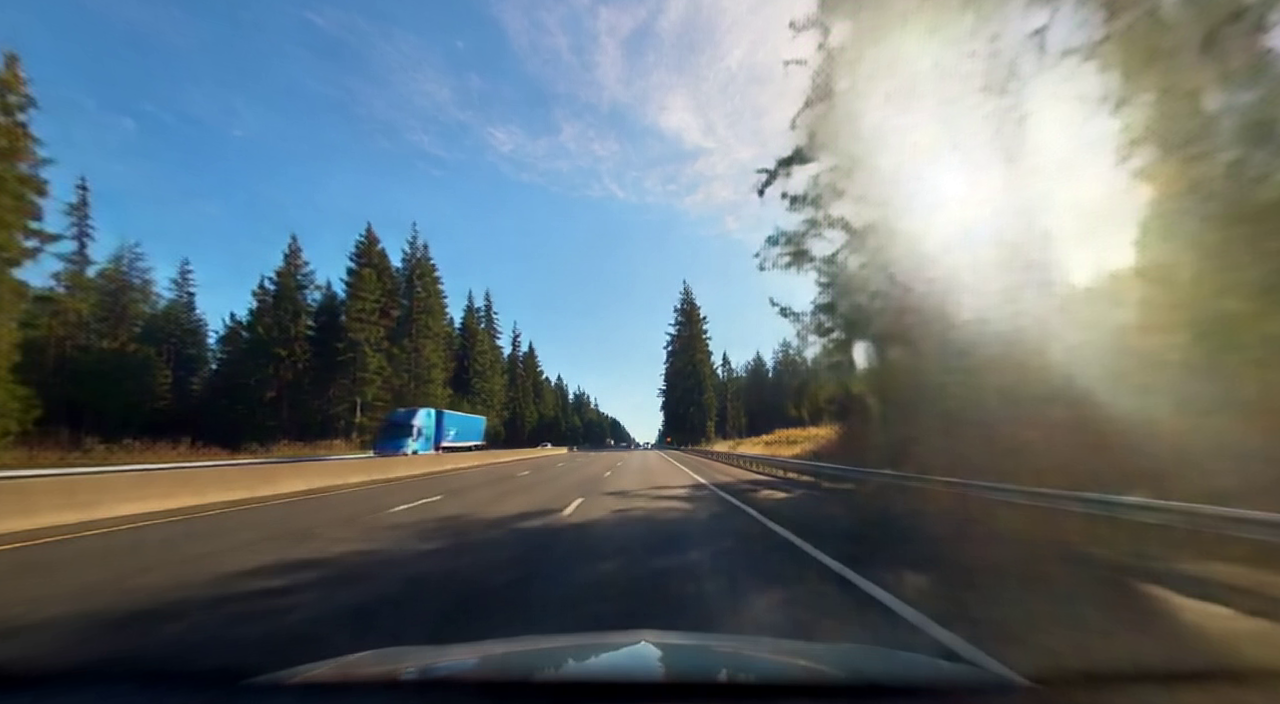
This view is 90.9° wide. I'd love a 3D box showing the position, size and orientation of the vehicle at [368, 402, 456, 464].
[{"bbox_3d":[-17.106,6.224,48.112,3.317,4.278,8.478,0,-8,1],"label":"vehicle"}]
